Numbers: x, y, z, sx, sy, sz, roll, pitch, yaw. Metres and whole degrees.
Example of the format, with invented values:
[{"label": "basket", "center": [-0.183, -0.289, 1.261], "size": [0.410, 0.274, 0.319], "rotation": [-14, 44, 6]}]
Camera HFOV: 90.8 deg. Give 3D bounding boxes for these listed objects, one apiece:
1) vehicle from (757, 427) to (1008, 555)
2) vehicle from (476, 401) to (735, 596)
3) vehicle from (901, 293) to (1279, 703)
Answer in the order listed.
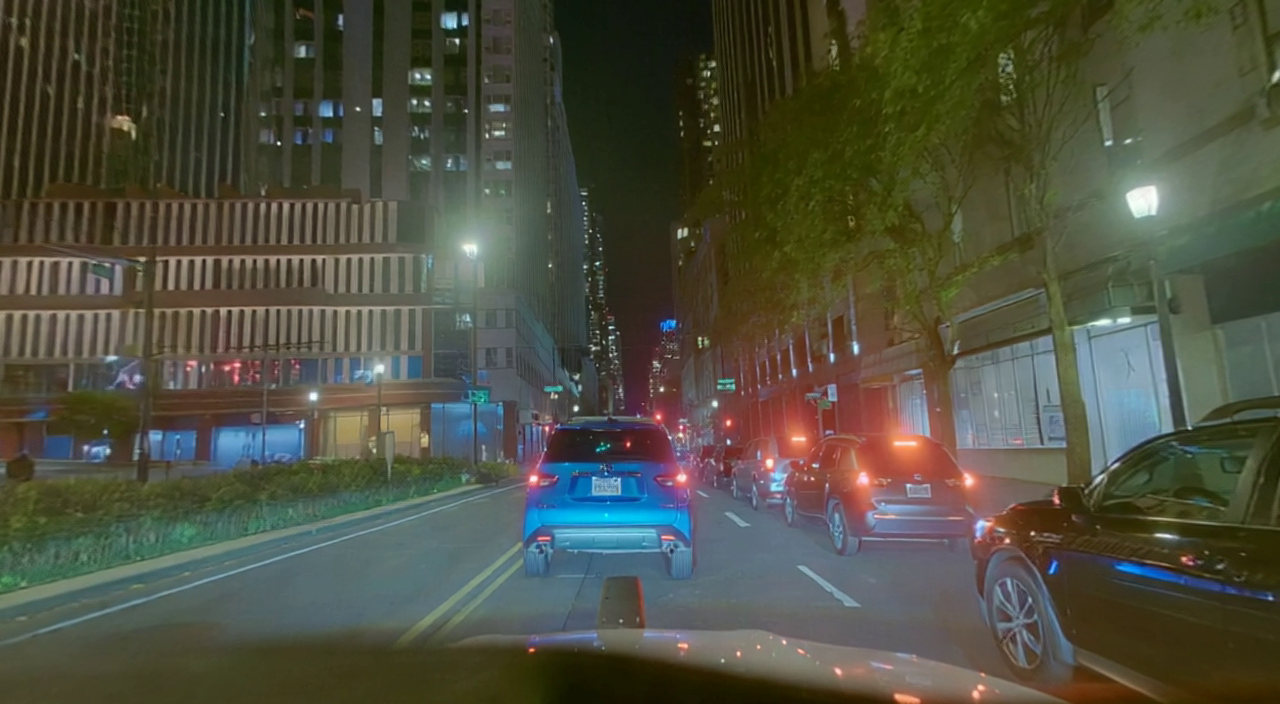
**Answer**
[{"label": "vehicle", "center": [3.288, 1.984, 9.797], "size": [1.941, 1.482, 4.632], "rotation": [0, -9, -2]}, {"label": "vehicle", "center": [-0.344, 1.584, 7.639], "size": [2.249, 1.684, 4.084], "rotation": [0, -9, -1]}, {"label": "vehicle", "center": [3.001, 0.748, 2.240], "size": [2.063, 1.760, 4.664], "rotation": [0, -9, -1]}]
